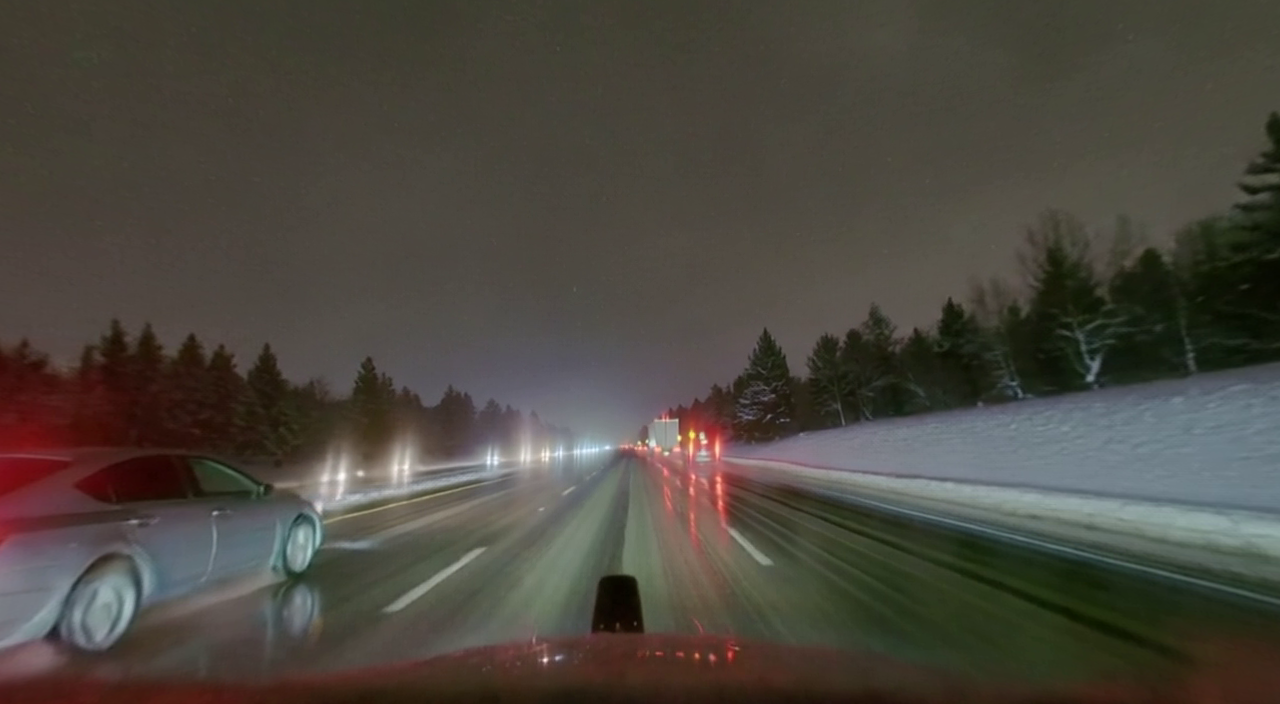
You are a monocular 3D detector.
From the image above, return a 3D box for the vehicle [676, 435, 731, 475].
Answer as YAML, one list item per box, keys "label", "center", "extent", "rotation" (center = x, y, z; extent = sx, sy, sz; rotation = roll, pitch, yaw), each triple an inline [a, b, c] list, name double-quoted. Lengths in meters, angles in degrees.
- label: "vehicle"
  center: [2.938, 4.902, 30.194]
  extent: [2.065, 1.760, 4.488]
  rotation: [0, -9, -1]

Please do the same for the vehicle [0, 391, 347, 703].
- label: "vehicle"
  center: [-4.156, 1.197, 4.447]
  extent: [1.903, 1.607, 4.770]
  rotation: [0, -8, 0]
